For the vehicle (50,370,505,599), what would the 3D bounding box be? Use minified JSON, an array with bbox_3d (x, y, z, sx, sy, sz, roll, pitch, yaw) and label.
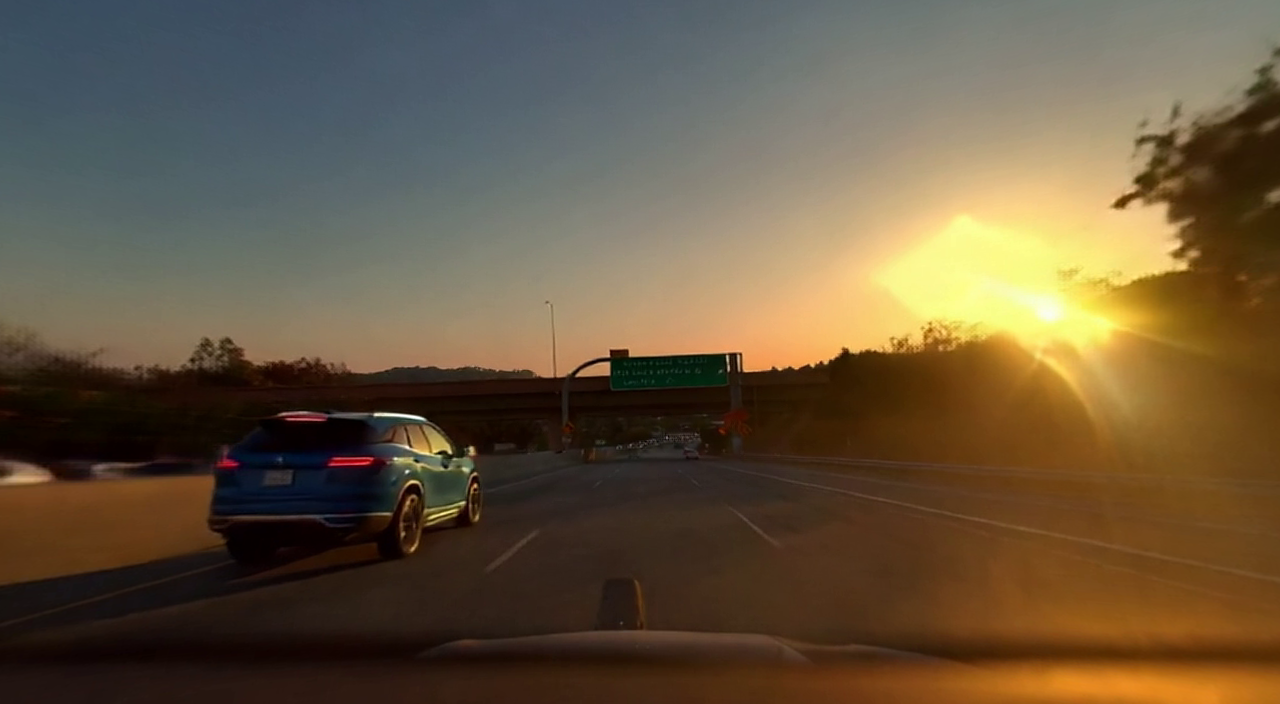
[{"bbox_3d":[-3.687,1.538,8.258,2.431,1.928,5.760,0,-9,1],"label":"vehicle"}]
